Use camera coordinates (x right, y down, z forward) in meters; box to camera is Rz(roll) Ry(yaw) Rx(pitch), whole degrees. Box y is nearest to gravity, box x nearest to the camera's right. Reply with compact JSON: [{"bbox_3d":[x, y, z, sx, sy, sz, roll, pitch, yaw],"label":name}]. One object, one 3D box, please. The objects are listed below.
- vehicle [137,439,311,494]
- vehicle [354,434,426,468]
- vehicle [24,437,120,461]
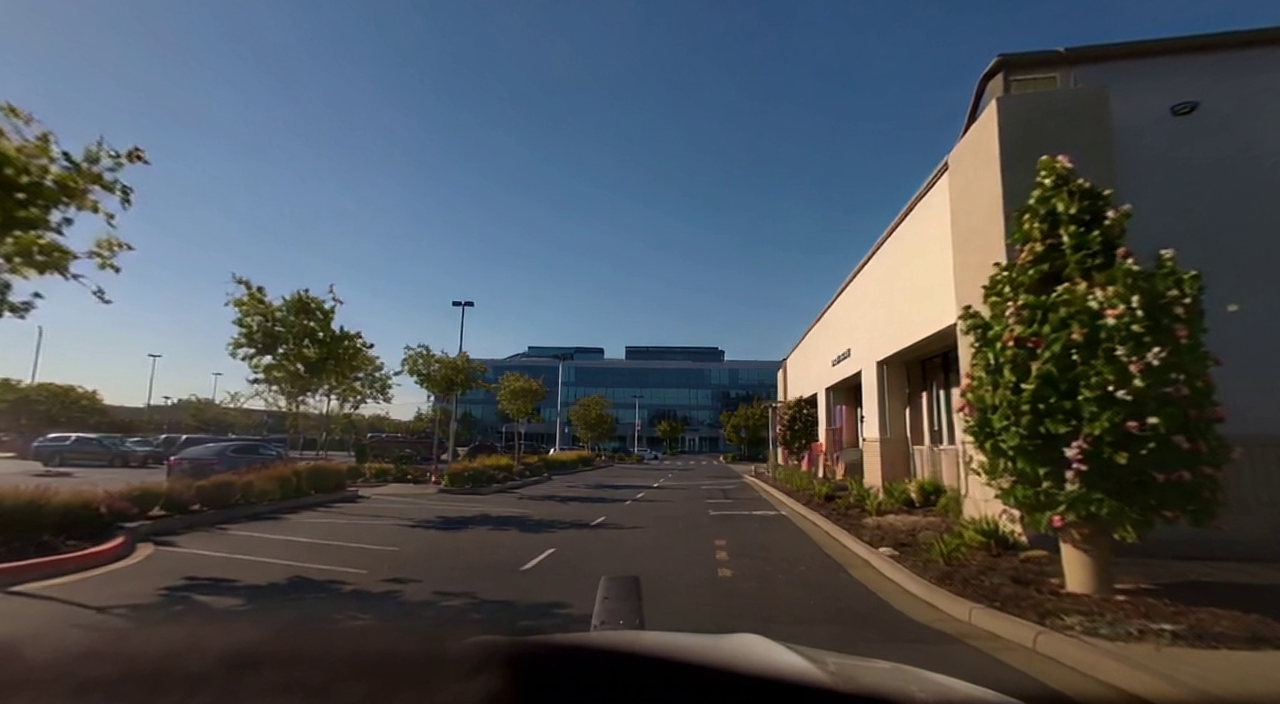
[{"bbox_3d":[-12.307,3.391,19.124,1.847,1.443,4.484,-1,-9,7],"label":"vehicle"},{"bbox_3d":[-15.149,6.049,38.589,1.972,1.923,4.535,-1,-9,8],"label":"vehicle"},{"bbox_3d":[-36.628,6.301,40.897,1.858,1.449,4.296,-2,-9,10],"label":"vehicle"}]
